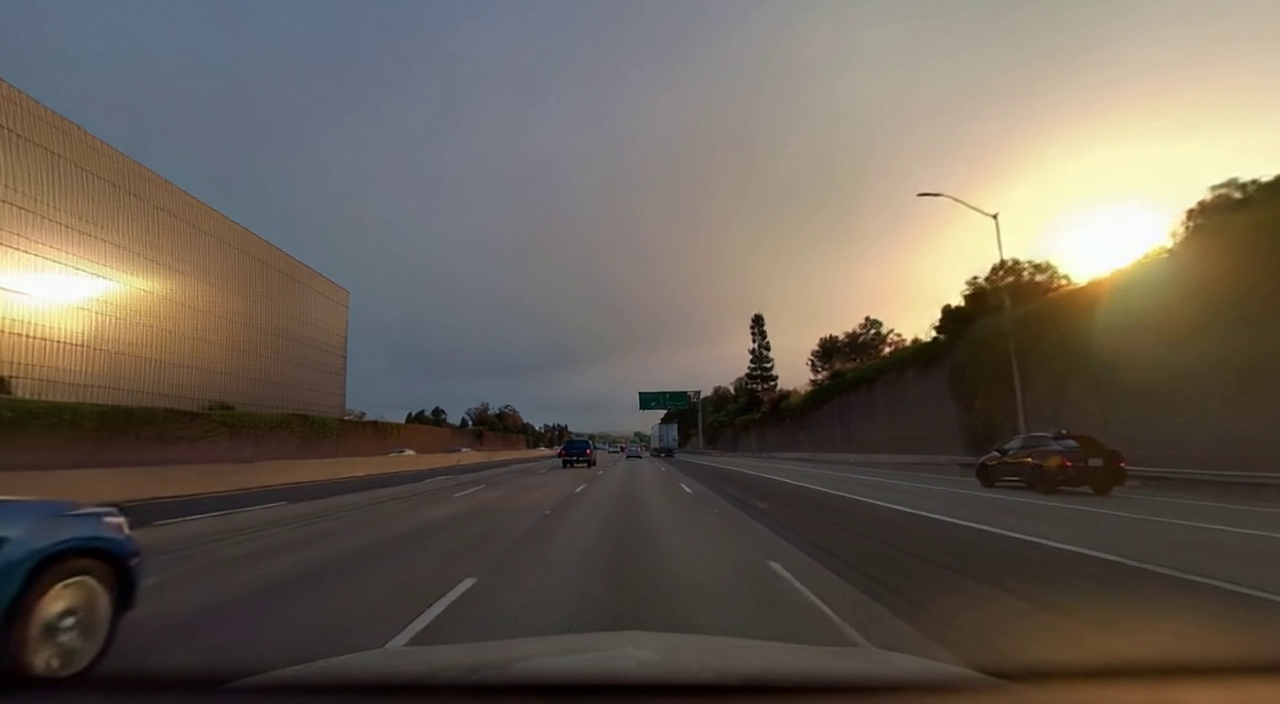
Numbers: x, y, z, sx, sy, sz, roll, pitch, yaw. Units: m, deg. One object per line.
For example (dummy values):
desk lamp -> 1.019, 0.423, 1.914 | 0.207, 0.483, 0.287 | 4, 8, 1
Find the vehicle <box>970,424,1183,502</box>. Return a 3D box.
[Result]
vehicle -> 11.484, 2.980, 17.255 | 2.089, 1.787, 5.080 | 0, -9, -1

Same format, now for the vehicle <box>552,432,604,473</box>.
vehicle -> -3.264, 5.492, 34.517 | 2.284, 2.022, 5.752 | 0, -9, 0

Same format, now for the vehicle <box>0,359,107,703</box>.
vehicle -> -3.795, 0.638, 1.079 | 2.039, 1.710, 4.237 | 0, -9, -1
